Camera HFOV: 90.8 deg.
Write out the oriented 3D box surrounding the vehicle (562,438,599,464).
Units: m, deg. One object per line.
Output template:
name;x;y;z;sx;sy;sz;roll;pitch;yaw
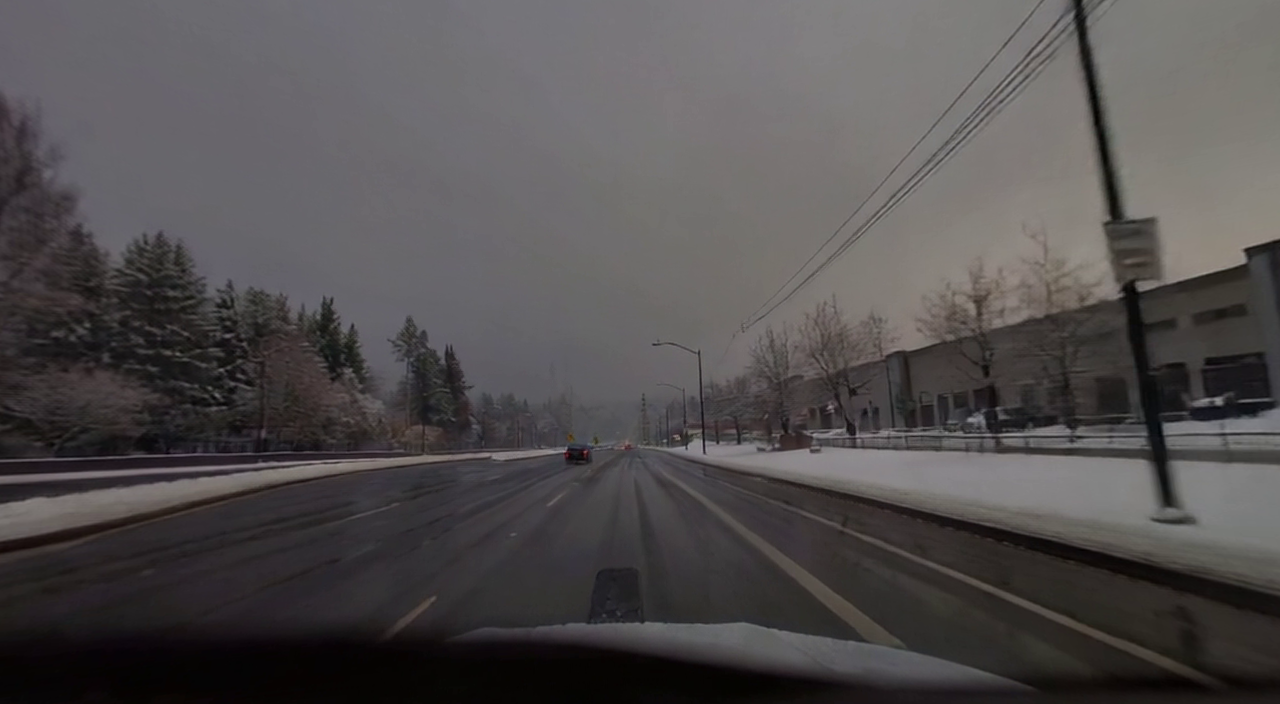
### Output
vehicle;-3.918;6.627;42.318;2.121;1.654;3.993;0;-8;-1
